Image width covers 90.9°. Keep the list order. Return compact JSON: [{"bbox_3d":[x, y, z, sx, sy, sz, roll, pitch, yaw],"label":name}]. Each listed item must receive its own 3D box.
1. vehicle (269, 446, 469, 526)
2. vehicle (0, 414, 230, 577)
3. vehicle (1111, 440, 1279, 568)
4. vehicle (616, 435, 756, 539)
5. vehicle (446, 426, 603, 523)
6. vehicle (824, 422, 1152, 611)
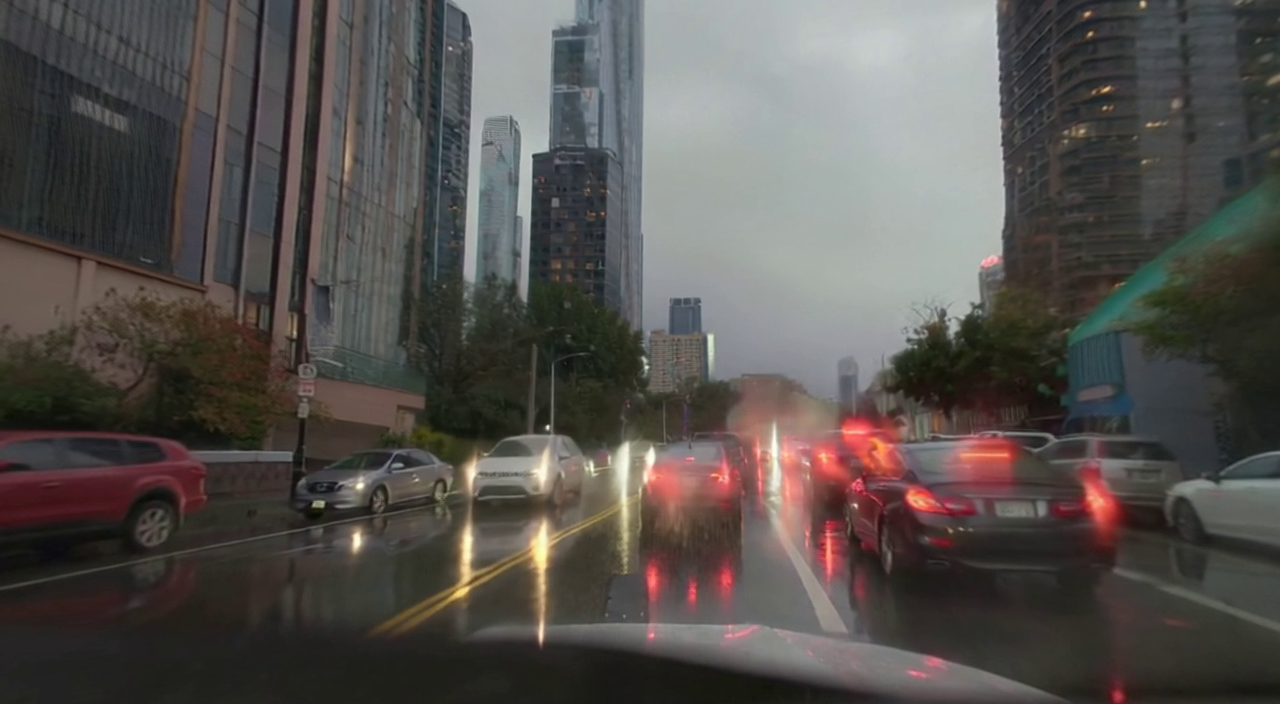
[{"bbox_3d":[-5.899,2.916,14.440,1.928,1.503,4.322,-2,-9,13],"label":"vehicle"},{"bbox_3d":[-7.860,1.829,7.943,1.934,1.770,4.546,-9,-9,8],"label":"vehicle"},{"bbox_3d":[8.622,1.908,8.205,1.901,1.500,4.729,-1,-8,9],"label":"vehicle"},{"bbox_3d":[0.927,2.232,11.086,2.031,1.461,3.763,-1,-8,9],"label":"vehicle"},{"bbox_3d":[-2.270,2.562,13.817,2.030,1.730,4.453,-1,-8,8],"label":"vehicle"},{"bbox_3d":[3.466,1.656,7.362,1.982,1.510,4.144,-1,-8,9],"label":"vehicle"}]
